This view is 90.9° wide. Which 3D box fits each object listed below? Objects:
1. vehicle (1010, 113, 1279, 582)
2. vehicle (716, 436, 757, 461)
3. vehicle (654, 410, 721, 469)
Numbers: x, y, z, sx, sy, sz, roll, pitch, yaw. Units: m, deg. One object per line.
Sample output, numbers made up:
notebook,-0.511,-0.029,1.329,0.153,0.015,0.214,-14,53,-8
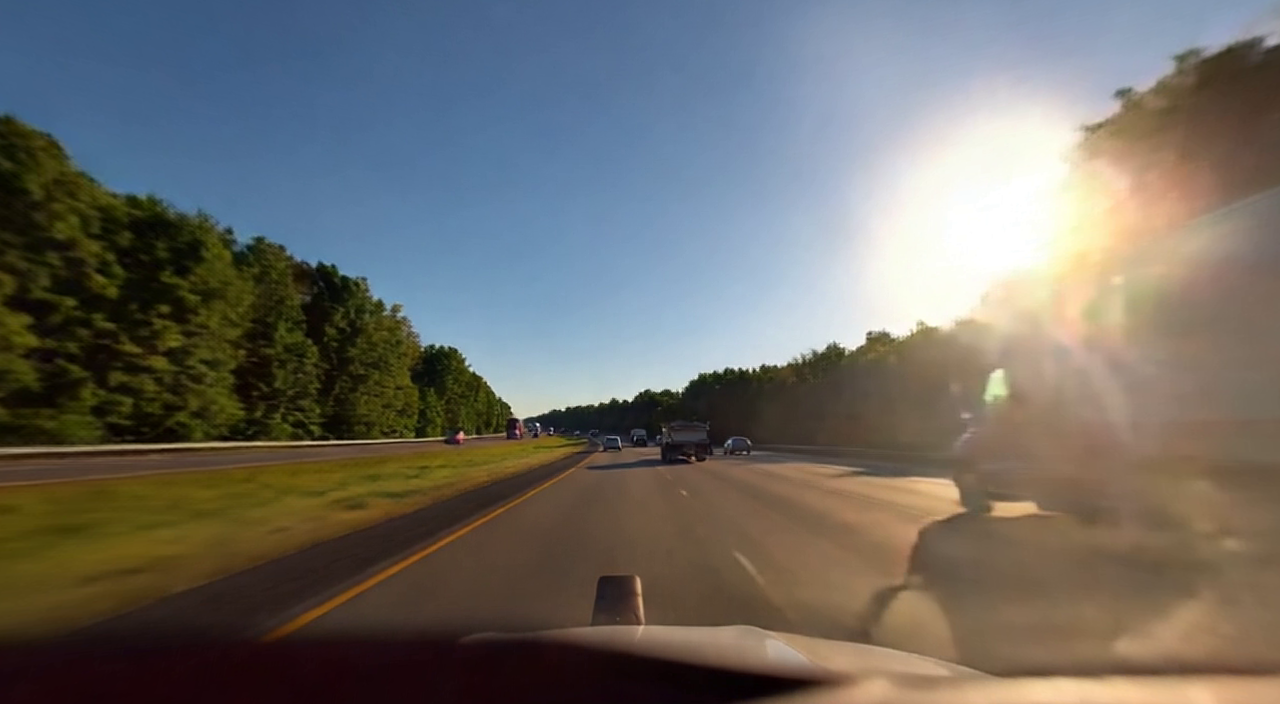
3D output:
vehicle,7.056,-0.473,2.269,2.904,4.054,14.017,0,-8,0
vehicle,5.868,5.896,38.712,1.821,1.468,3.805,0,-8,-2
vehicle,2.100,4.123,29.847,2.436,2.521,5.409,0,-8,-3
